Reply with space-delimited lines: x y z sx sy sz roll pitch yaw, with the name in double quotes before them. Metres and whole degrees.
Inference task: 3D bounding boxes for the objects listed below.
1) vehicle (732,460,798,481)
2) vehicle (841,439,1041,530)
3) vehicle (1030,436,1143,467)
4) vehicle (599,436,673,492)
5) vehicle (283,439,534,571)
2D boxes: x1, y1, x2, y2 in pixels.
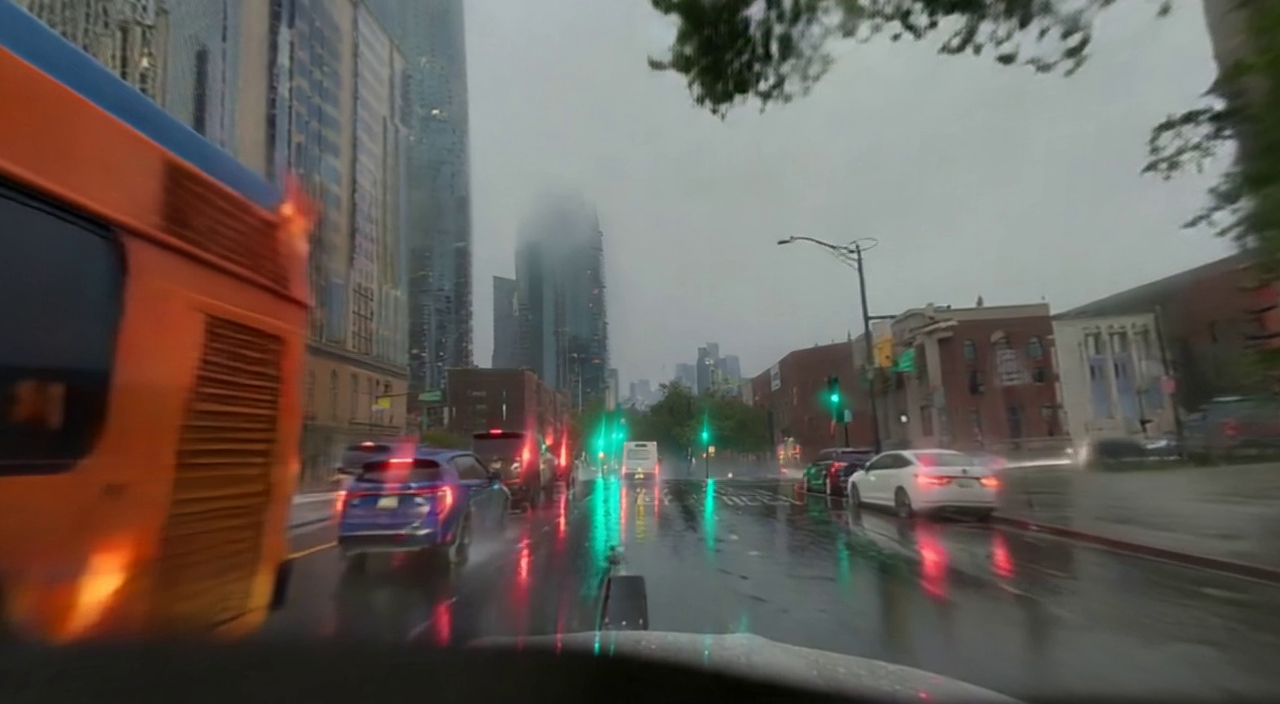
"vehicle" 9.839 9.355 49.801 4.766 1.502 1.891 -2 -11 -1
"vehicle" 5.908 2.624 13.156 1.919 1.529 4.558 0 -9 0
"vehicle" 23.755 5.298 33.669 4.598 1.519 1.994 0 -9 -5
"vehicle" -0.023 3.901 22.385 2.328 1.746 5.072 -1 -9 3
"vehicle" -2.973 2.050 9.335 1.930 1.450 4.497 0 -8 1
